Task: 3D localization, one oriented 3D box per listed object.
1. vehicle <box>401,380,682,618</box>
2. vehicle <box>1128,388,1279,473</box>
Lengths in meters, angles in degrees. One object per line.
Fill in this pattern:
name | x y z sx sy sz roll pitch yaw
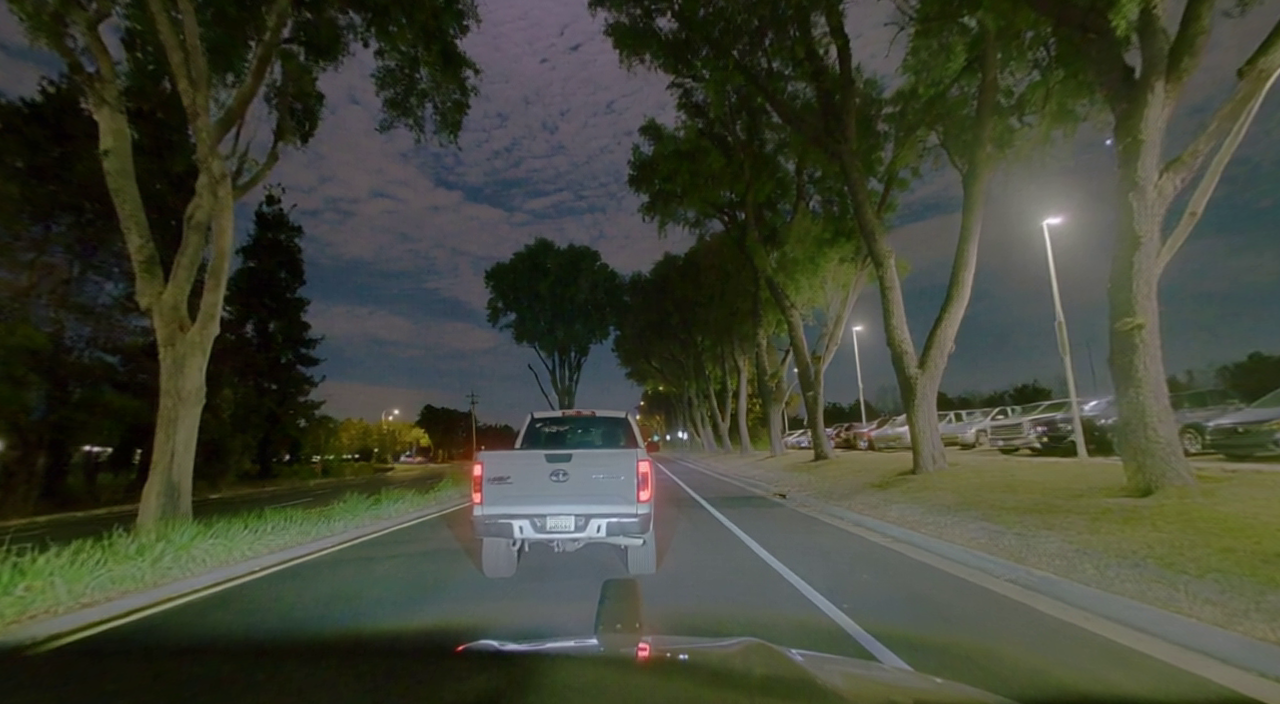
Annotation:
vehicle | -0.682 1.493 7.453 2.157 1.816 5.039 0 -8 2
vehicle | 11.879 1.417 11.477 4.298 1.392 1.944 -1 -8 2
